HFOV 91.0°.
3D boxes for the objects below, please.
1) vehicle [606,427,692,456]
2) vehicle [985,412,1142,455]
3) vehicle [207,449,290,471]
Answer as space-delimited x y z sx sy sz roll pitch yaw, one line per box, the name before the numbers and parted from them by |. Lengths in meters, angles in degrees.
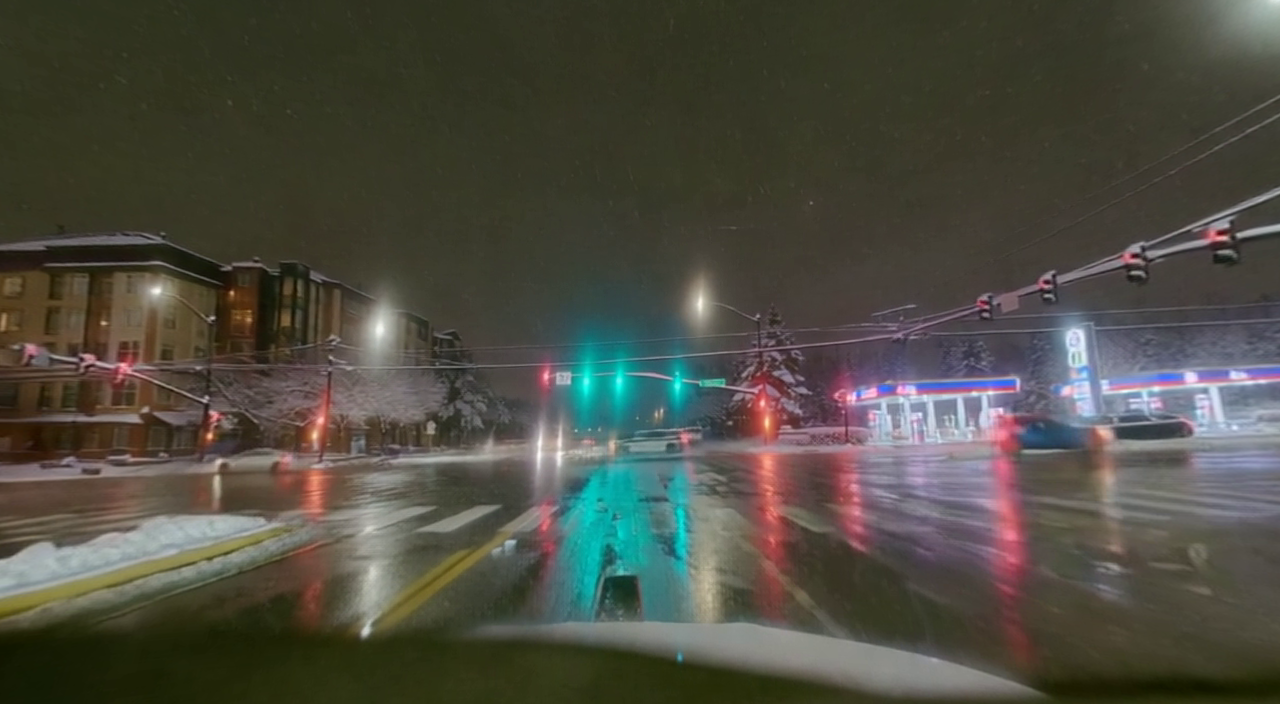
vehicle | 0.638 6.191 43.530 5.789 1.893 2.169 -1 -8 4
vehicle | 16.708 3.270 25.046 4.775 1.466 1.850 -2 -8 4
vehicle | -27.862 7.654 44.850 4.737 1.479 1.831 -1 -8 4
